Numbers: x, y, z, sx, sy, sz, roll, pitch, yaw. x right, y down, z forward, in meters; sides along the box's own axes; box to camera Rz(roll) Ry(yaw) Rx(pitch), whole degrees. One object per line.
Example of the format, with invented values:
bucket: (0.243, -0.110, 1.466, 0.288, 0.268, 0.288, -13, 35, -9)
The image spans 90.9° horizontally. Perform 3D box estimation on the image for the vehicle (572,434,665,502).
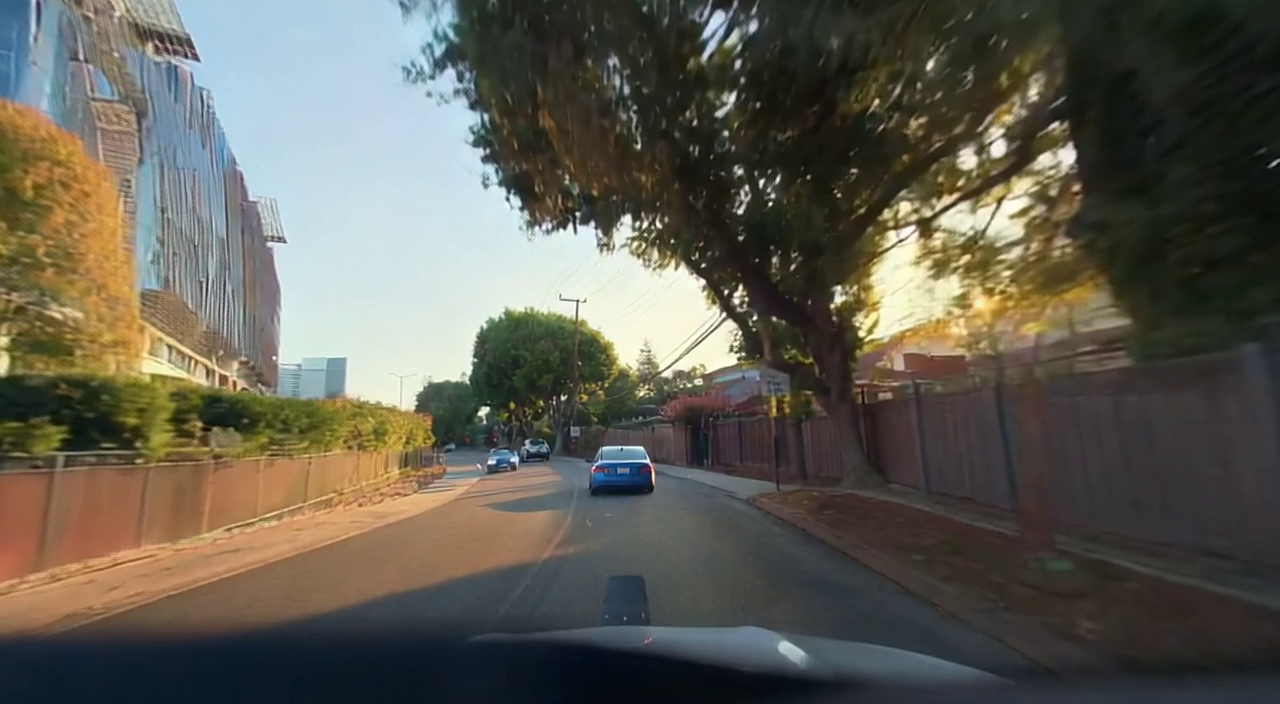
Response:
vehicle: (-0.666, 2.848, 16.010, 2.060, 1.487, 3.920, 1, -8, -6)

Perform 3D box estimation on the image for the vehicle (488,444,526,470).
vehicle: (-8.111, 6.331, 38.212, 1.957, 1.442, 4.180, 2, -8, -15)
